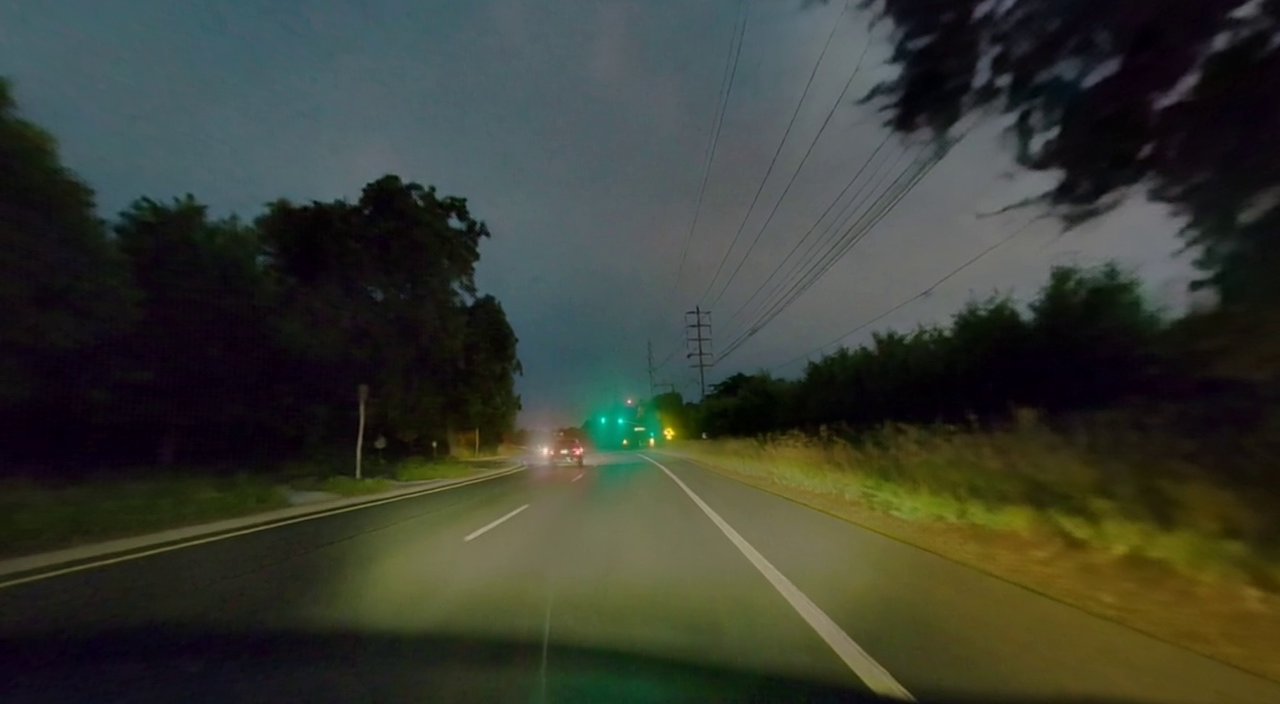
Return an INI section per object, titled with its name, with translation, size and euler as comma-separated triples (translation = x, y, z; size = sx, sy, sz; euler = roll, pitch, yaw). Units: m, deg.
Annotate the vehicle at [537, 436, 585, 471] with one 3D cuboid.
[vehicle]
translation = -4.566, 5.921, 37.192
size = 2.246, 1.885, 5.275
euler = 0, -8, -1
